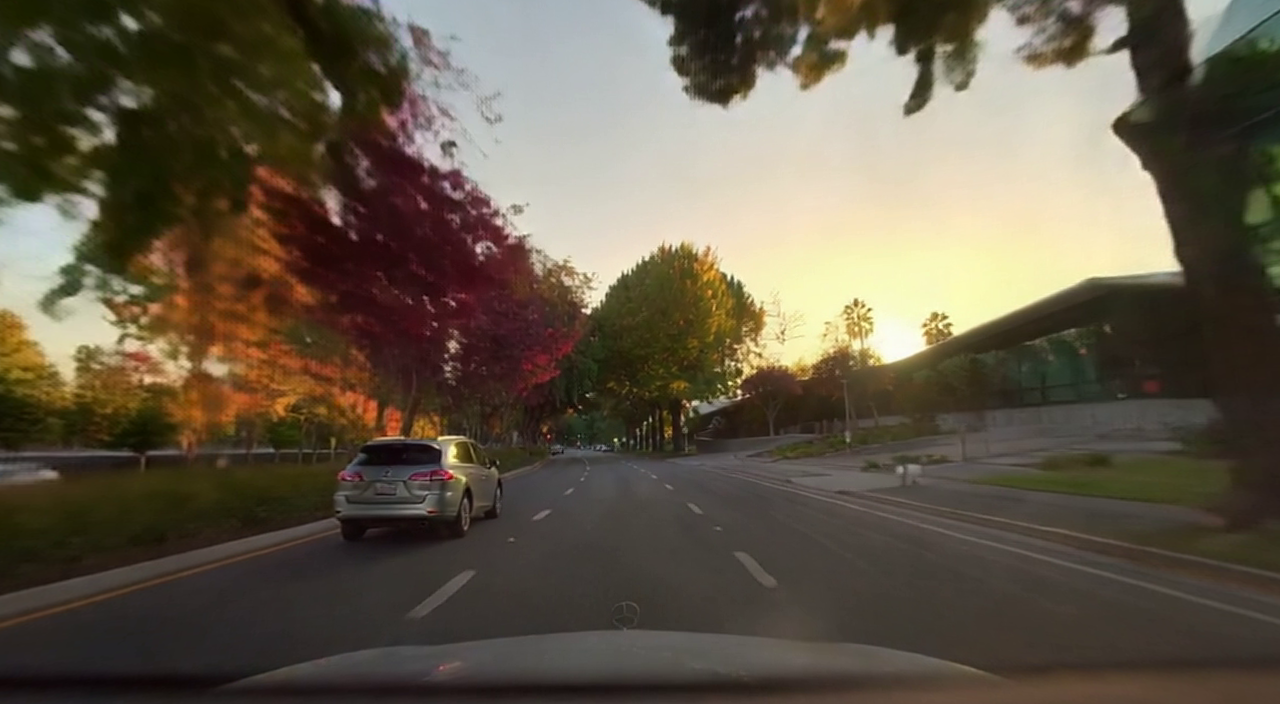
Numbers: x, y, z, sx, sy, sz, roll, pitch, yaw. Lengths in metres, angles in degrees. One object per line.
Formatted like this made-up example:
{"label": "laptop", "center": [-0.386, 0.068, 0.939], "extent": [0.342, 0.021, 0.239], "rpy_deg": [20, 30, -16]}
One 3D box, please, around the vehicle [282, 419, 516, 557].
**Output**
{"label": "vehicle", "center": [-3.438, 2.021, 10.187], "extent": [2.067, 1.700, 4.561], "rpy_deg": [0, -8, -1]}
